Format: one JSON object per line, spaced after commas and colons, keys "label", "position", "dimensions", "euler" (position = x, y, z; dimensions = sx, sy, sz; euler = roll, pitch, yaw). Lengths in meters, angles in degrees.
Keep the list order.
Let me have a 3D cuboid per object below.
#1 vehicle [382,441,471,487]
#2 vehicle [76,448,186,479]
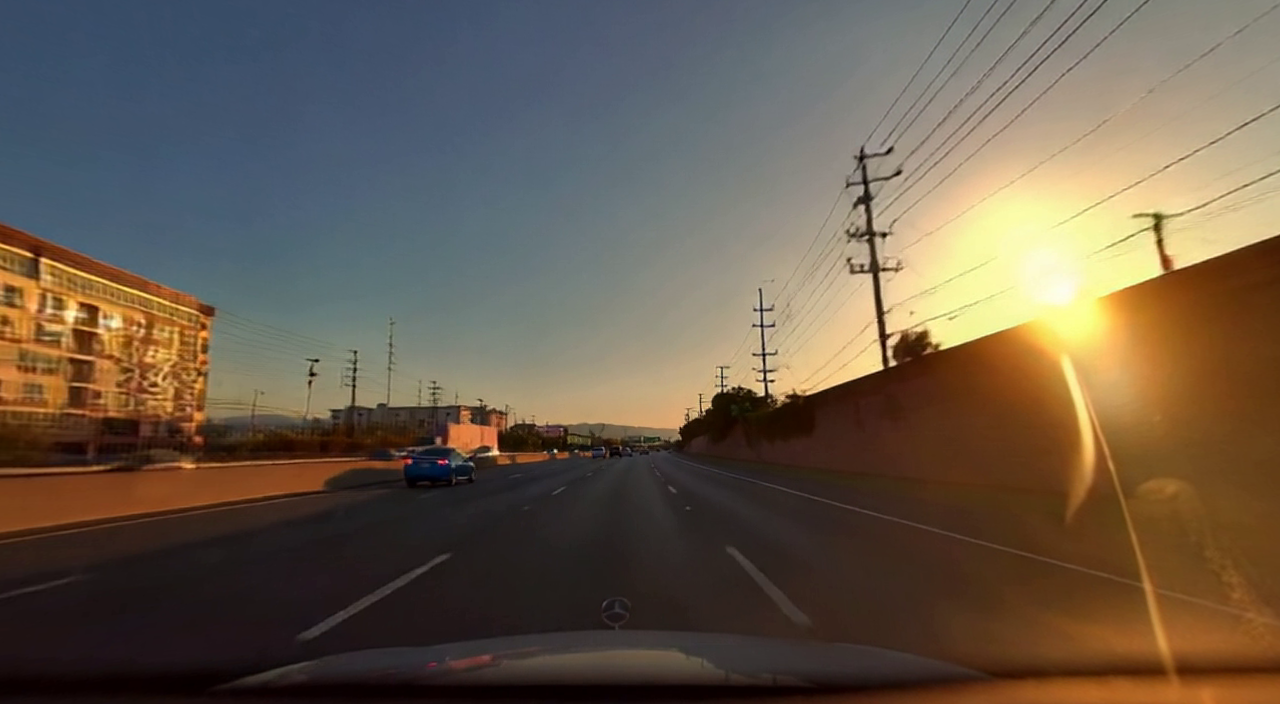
{"label": "vehicle", "position": [-7.980, 4.218, 24.046], "dimensions": [2.013, 1.574, 3.923], "euler": [0, -9, 0]}
{"label": "vehicle", "position": [-25.878, 5.671, 32.356], "dimensions": [1.917, 1.431, 4.473], "euler": [0, -9, 0]}
